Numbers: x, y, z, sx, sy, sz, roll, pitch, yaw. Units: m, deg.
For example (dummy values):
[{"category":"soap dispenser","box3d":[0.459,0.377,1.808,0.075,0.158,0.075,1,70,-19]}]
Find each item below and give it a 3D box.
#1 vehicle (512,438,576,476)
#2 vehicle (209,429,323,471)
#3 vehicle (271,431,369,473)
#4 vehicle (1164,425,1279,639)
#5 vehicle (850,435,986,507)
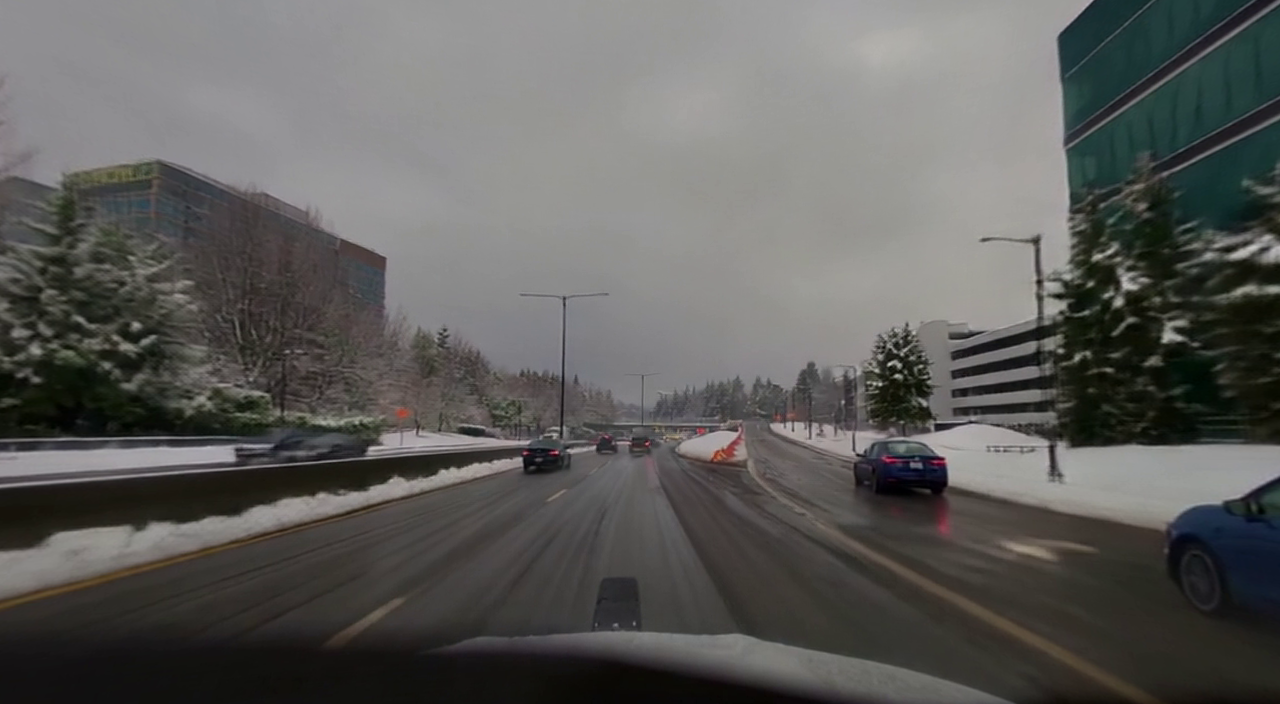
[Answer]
[{"category":"vehicle","box3d":[-3.780,4.185,25.499,1.848,1.406,4.013,0,-8,2]},{"category":"vehicle","box3d":[-17.147,4.490,29.209,2.237,1.776,4.812,0,-8,1]},{"category":"vehicle","box3d":[-13.637,4.267,27.179,1.857,1.657,4.331,0,-8,2]},{"category":"vehicle","box3d":[5.267,1.107,3.301,1.784,1.471,3.935,-1,-8,4]},{"category":"vehicle","box3d":[6.431,2.742,15.047,1.913,1.499,3.581,-1,-8,6]}]
